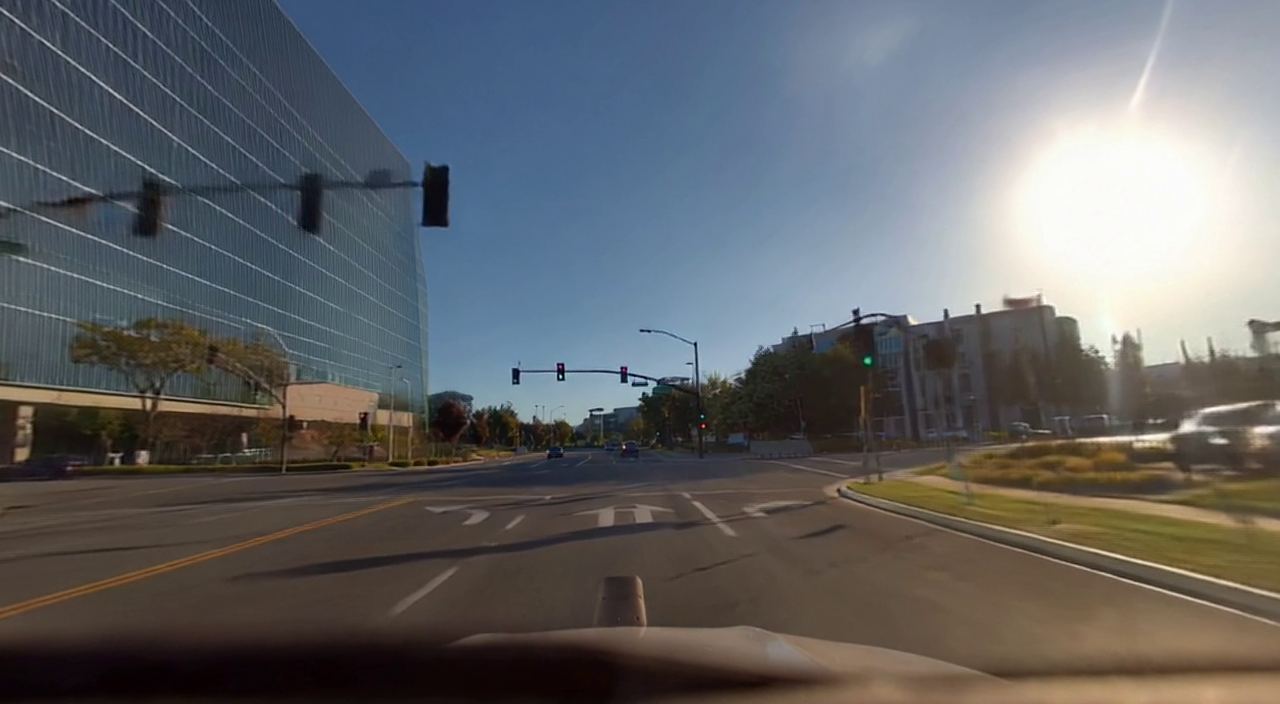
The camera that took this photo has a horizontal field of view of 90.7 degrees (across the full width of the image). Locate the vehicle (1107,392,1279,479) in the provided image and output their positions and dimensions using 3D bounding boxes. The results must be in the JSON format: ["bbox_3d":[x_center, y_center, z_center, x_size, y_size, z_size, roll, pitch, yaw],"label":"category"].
[{"bbox_3d":[11.989,1.586,11.960,4.670,1.476,2.042,0,-8,0],"label":"vehicle"}]

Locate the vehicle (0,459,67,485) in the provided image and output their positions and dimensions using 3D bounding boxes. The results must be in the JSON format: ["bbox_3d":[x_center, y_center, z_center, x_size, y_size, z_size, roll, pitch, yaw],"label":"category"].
[{"bbox_3d":[-38.960,7.435,39.253,4.660,1.478,2.007,0,-9,-3],"label":"vehicle"}]
